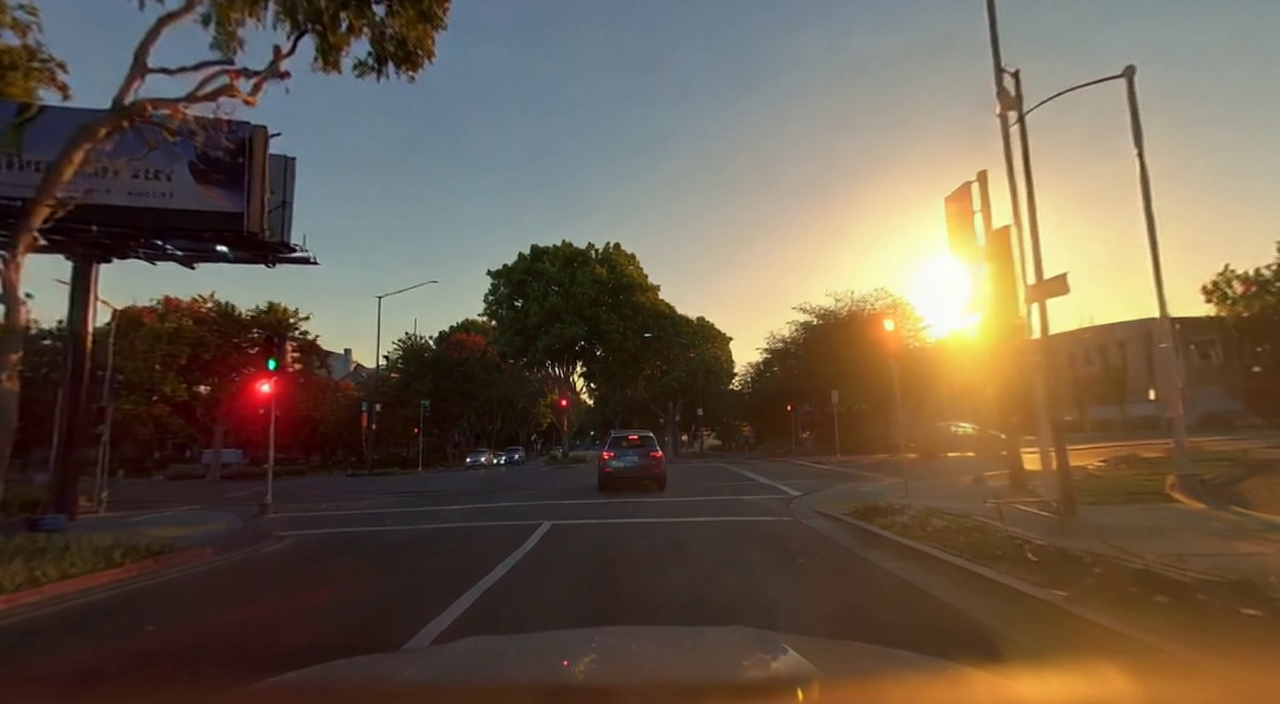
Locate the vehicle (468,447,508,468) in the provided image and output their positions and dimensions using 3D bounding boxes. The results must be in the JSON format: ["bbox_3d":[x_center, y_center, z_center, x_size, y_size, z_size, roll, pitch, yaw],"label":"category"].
[{"bbox_3d":[-11.011,7.624,45.819,1.989,1.403,4.331,0,-8,-3],"label":"vehicle"}]

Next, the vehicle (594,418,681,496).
[{"bbox_3d":[-0.157,2.898,17.608,2.142,1.904,3.816,0,-8,-3],"label":"vehicle"}]

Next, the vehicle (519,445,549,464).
[{"bbox_3d":[-8.189,7.948,48.923,1.886,1.377,3.932,0,-8,-3],"label":"vehicle"}]

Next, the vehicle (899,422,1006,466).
[{"bbox_3d":[12.097,3.545,24.388,3.403,1.602,1.716,2,-9,-19],"label":"vehicle"}]
